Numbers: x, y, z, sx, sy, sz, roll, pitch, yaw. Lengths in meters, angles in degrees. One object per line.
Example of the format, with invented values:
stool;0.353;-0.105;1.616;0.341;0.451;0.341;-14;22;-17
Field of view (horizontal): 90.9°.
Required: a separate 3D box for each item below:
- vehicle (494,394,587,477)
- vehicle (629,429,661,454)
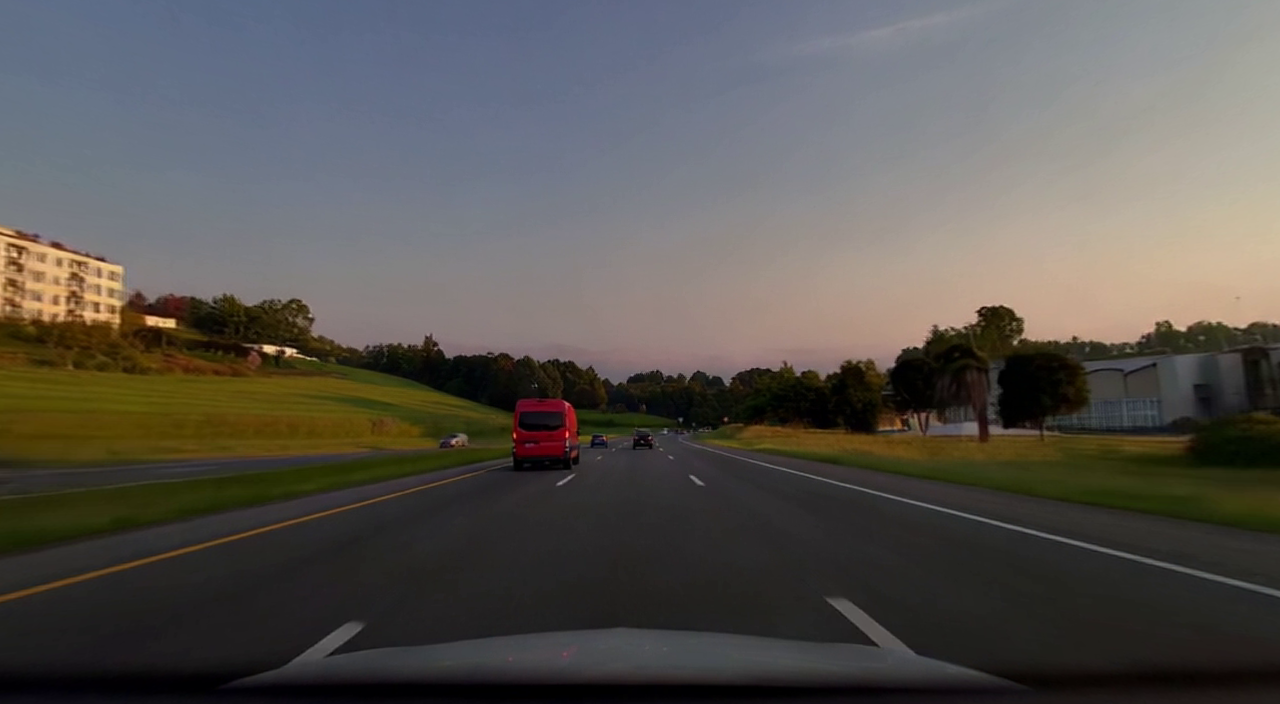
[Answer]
vehicle;-3.349;2.999;22.653;2.424;2.577;5.828;0;-8;0
vehicle;0.311;6.268;44.154;2.104;1.646;4.176;0;-8;0
